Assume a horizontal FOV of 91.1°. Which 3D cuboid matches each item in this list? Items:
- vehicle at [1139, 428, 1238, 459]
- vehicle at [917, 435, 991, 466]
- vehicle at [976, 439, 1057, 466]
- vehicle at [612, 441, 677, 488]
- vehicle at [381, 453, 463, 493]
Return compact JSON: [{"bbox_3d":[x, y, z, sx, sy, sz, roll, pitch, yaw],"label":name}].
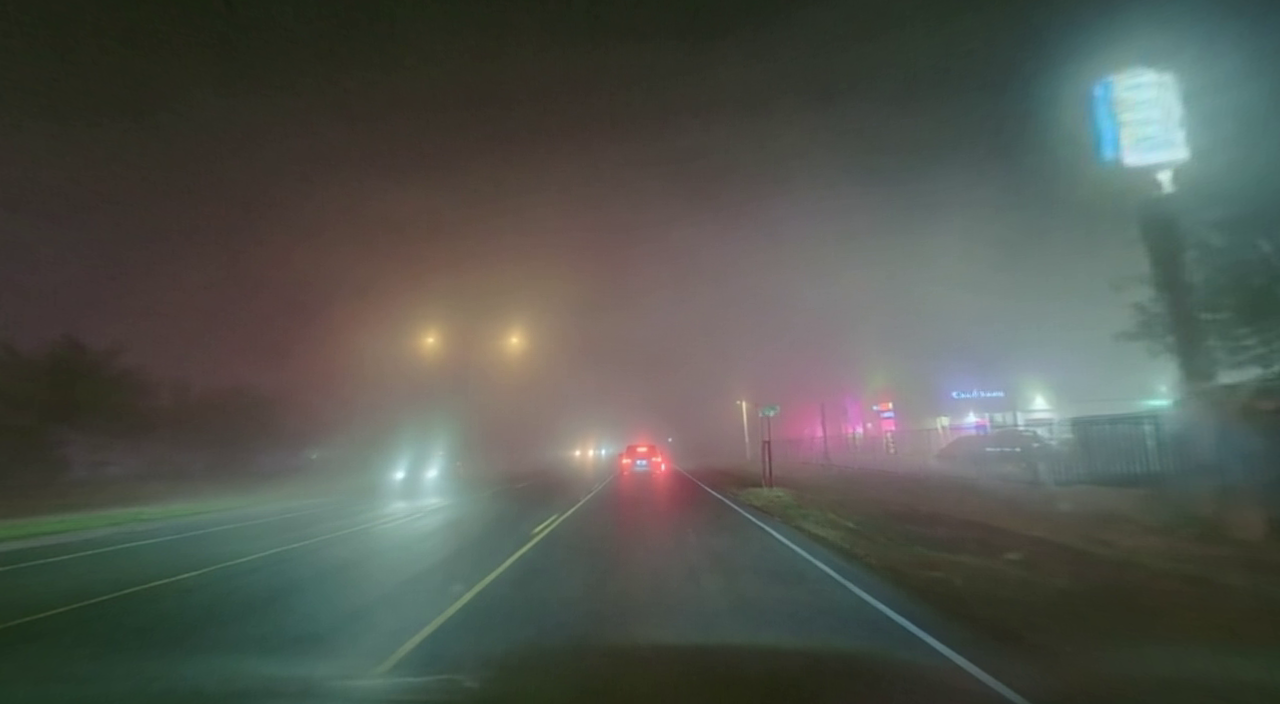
[{"bbox_3d":[33.089,5.550,38.073,2.008,1.725,4.695,-1,-9,4],"label":"vehicle"},{"bbox_3d":[18.939,5.965,38.127,2.039,1.705,4.666,0,-9,-1],"label":"vehicle"},{"bbox_3d":[21.850,5.833,36.648,1.934,1.457,4.134,0,-9,-4],"label":"vehicle"},{"bbox_3d":[0.142,4.011,22.757,2.144,1.514,4.063,0,-9,0],"label":"vehicle"},{"bbox_3d":[-9.330,5.185,27.302,1.956,1.527,4.365,0,-9,1],"label":"vehicle"}]
